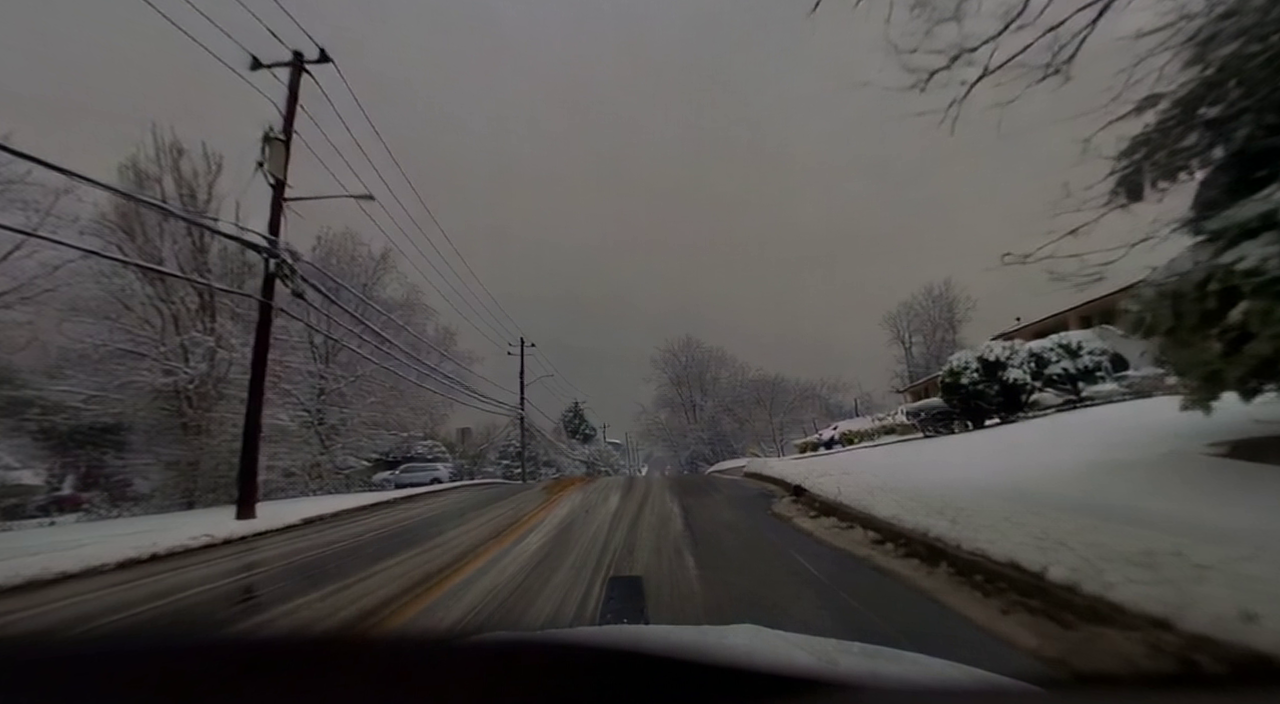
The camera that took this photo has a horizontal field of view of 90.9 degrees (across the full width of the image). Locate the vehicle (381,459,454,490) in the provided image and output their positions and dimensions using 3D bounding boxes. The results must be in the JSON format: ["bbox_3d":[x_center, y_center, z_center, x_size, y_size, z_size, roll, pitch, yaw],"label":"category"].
[{"bbox_3d":[-16.620,9.227,47.572,2.301,2.081,6.706,-3,-11,8],"label":"vehicle"}]
